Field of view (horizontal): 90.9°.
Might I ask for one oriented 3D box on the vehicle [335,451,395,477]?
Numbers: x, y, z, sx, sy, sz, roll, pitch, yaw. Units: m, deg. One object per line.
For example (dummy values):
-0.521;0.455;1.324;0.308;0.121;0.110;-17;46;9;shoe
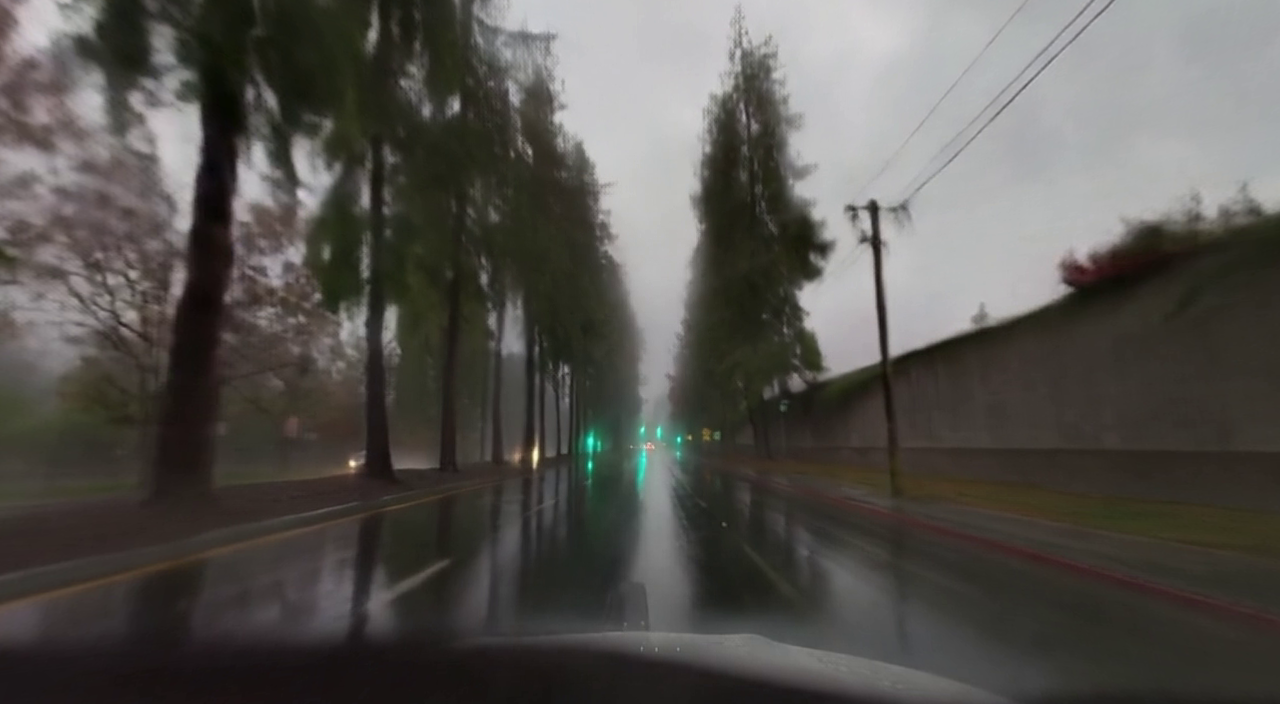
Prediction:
-18.104;7.380;41.757;1.930;1.608;4.414;0;-8;0;vehicle
